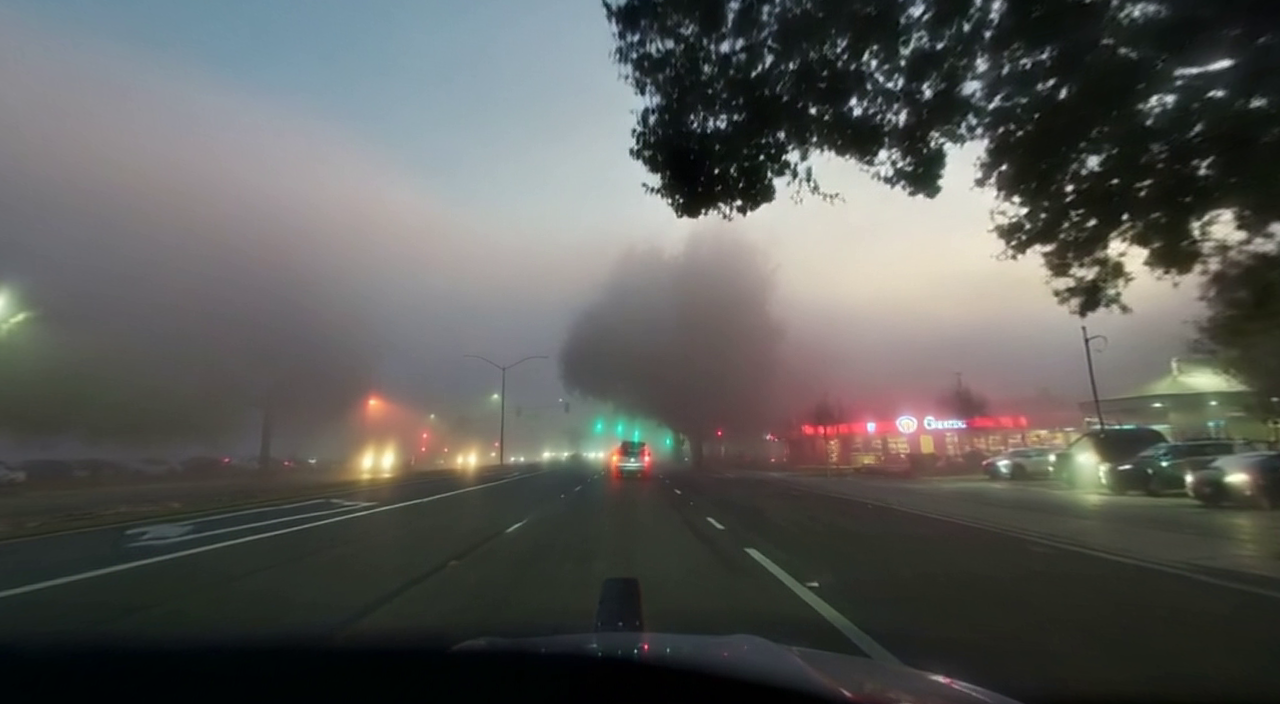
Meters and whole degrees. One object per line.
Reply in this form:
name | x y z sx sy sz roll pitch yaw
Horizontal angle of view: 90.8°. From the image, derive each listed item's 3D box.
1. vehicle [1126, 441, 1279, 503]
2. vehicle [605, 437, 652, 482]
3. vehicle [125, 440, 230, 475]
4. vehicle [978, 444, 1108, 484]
vehicle | 16.456 3.290 17.566 4.290 1.617 1.751 0 -9 2
vehicle | -0.519 5.074 30.013 2.096 1.961 4.259 0 -9 0
vehicle | -32.787 7.486 45.079 5.508 2.313 2.818 5 -9 -28
vehicle | 16.355 4.585 25.794 4.026 1.463 1.826 -1 -10 -2
